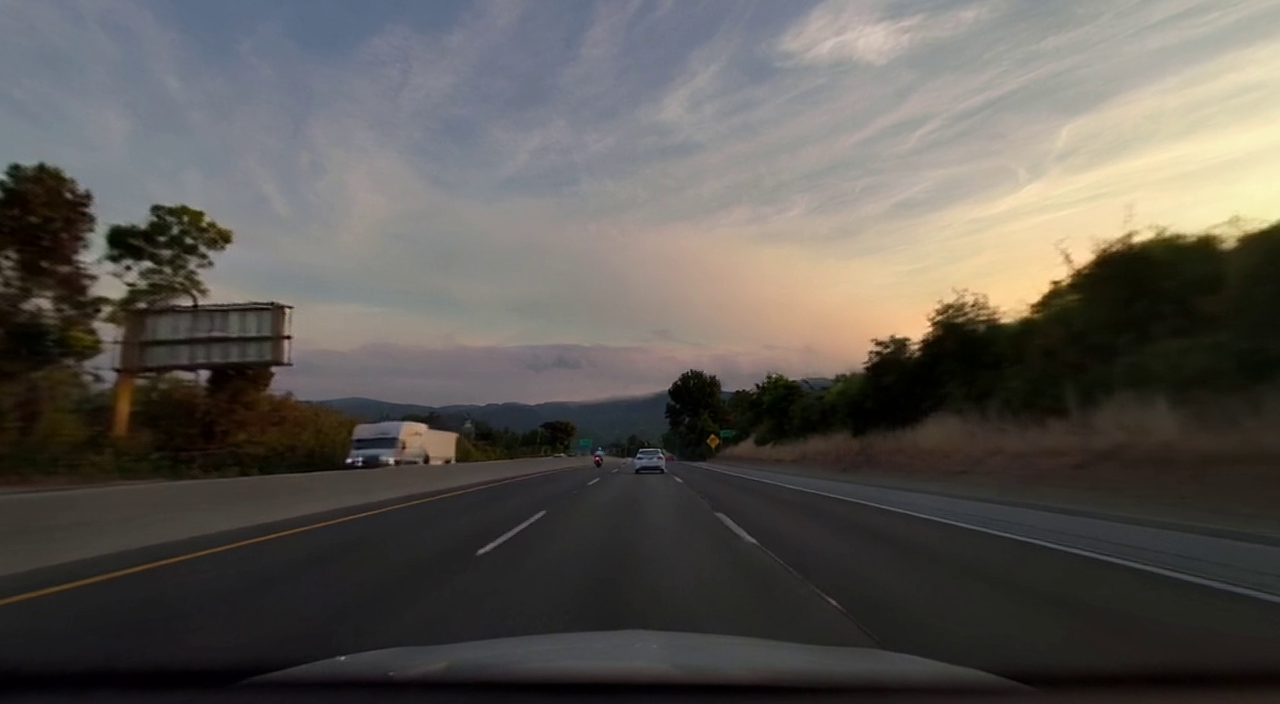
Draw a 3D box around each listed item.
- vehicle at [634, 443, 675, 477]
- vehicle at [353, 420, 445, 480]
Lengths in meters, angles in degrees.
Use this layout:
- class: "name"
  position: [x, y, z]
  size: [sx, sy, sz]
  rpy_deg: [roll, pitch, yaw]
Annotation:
- class: "vehicle"
  position: [0.814, 6.228, 36.620]
  size: [2.247, 1.825, 4.036]
  rpy_deg: [-1, -9, 0]
- class: "vehicle"
  position: [-14.906, 6.166, 39.732]
  size: [2.625, 3.374, 7.572]
  rpy_deg: [-1, -9, 1]
